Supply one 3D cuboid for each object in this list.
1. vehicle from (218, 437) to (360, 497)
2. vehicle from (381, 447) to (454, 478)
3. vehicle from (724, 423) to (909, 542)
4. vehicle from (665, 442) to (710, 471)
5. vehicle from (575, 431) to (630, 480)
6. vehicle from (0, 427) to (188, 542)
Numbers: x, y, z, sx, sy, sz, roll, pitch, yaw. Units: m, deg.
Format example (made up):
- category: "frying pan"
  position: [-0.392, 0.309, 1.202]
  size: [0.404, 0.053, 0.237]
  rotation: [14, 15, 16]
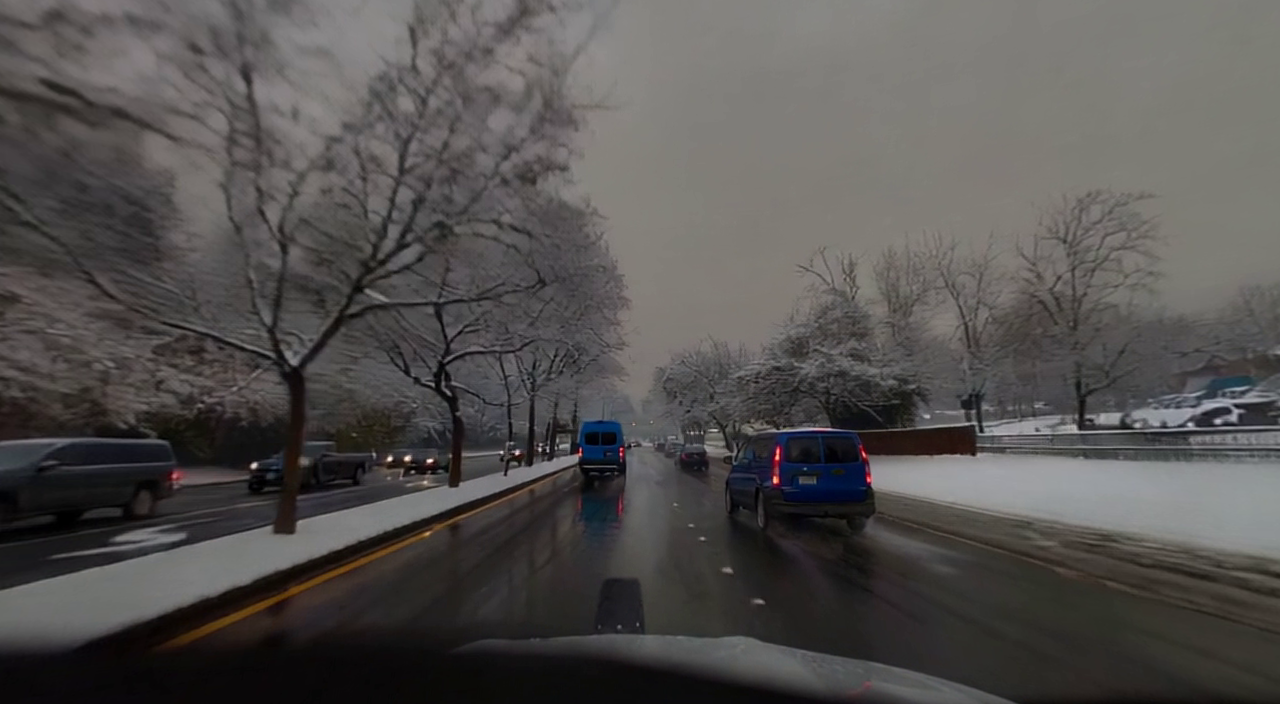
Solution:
- category: "vehicle"
  position: [-11.459, 3.774, 21.107]
  size: [2.192, 1.754, 4.569]
  rotation: [0, -9, -1]
- category: "vehicle"
  position: [-11.656, 5.803, 33.508]
  size: [2.116, 1.481, 4.572]
  rotation: [0, -9, 1]
- category: "vehicle"
  position: [2.805, 2.179, 11.165]
  size: [1.965, 1.671, 4.146]
  rotation: [0, -9, -2]
- category: "vehicle"
  position: [2.833, 6.365, 38.660]
  size: [2.248, 1.692, 4.252]
  rotation: [0, -9, -2]
- category: "vehicle"
  position: [-1.622, 4.681, 28.843]
  size: [2.228, 2.054, 4.309]
  rotation: [0, -9, 0]
- category: "vehicle"
  position: [-11.269, 2.375, 11.783]
  size: [2.091, 1.806, 4.859]
  rotation: [0, -9, -1]
